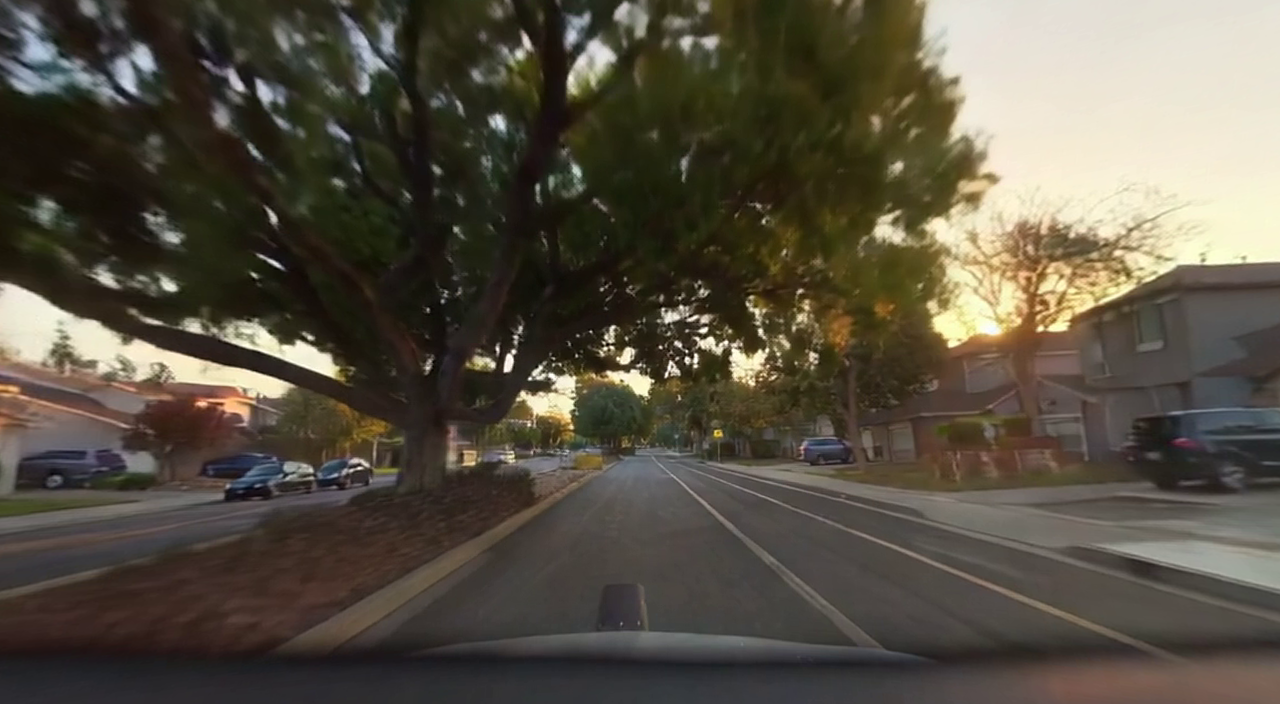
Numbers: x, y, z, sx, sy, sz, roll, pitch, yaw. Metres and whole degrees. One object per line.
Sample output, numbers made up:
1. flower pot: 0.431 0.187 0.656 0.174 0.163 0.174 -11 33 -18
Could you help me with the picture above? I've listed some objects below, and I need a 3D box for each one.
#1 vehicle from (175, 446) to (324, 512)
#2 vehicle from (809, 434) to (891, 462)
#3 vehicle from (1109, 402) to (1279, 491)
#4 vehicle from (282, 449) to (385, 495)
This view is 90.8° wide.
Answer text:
1. vehicle: -12.600 4.068 20.845 2.003 1.804 4.554 -1 -7 0
2. vehicle: 13.633 6.256 41.235 4.629 1.770 1.959 0 -8 0
3. vehicle: 13.344 2.038 13.683 4.577 1.770 2.006 -3 -9 17
4. vehicle: -12.611 4.924 26.356 2.110 1.709 4.426 0 -8 -1
